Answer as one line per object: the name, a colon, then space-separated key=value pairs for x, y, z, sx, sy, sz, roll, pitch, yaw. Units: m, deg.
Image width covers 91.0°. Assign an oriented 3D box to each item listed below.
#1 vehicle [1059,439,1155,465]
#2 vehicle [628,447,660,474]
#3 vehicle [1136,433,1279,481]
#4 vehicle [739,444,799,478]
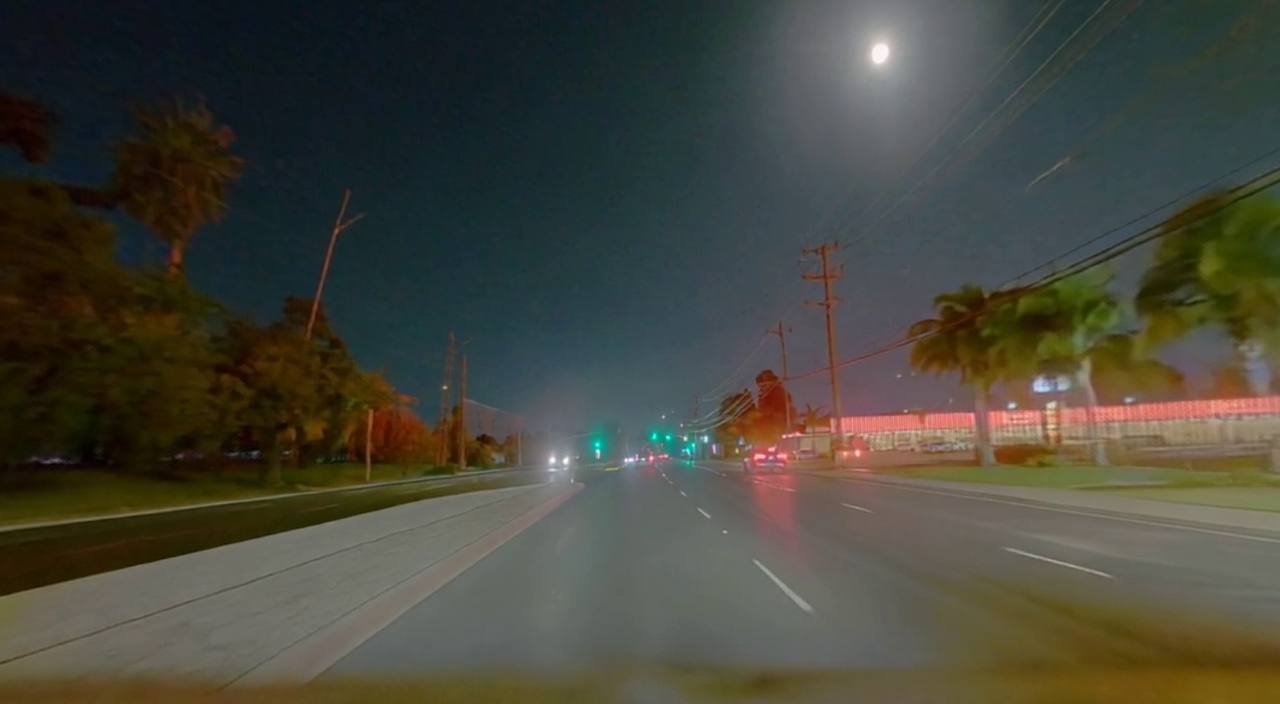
vehicle: x=28.323 y=6.070 z=38.282 sx=4.191 sy=1.492 sz=1.950 roll=-1 pitch=-9 yaw=0
vehicle: x=0.289 y=7.449 z=43.469 sx=2.138 sy=1.702 sz=4.168 roll=0 pitch=-9 yaw=1
vehicle: x=19.979 y=3.511 z=21.176 sx=4.728 sy=1.520 sz=2.107 roll=-1 pitch=-9 yaw=1
vehicle: x=6.825 y=5.810 z=33.811 sx=2.252 sy=1.718 sz=4.617 roll=0 pitch=-9 yaw=0
